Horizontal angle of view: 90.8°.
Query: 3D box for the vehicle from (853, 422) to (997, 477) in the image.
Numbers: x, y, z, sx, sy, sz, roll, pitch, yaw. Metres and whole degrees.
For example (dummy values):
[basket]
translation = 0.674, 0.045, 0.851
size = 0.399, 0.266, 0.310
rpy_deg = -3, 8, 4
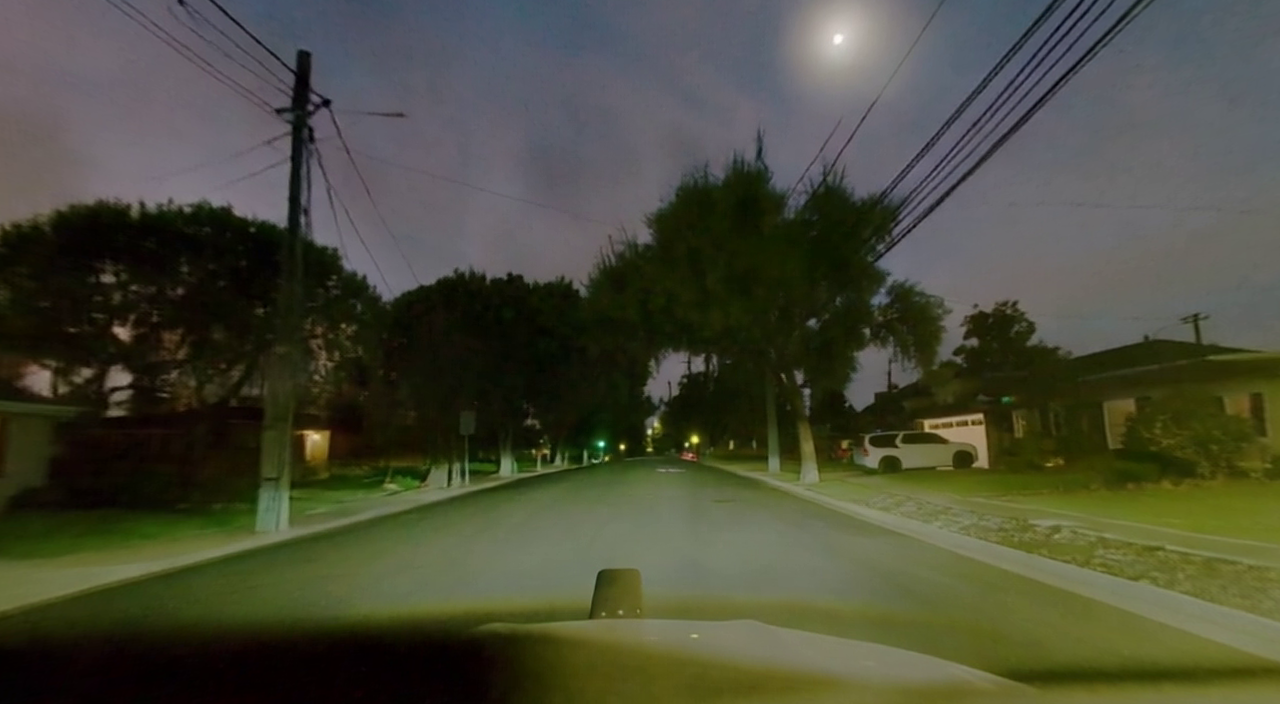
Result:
[vehicle]
translation = 11.152, 3.866, 25.036
size = 4.555, 1.803, 2.151
rpy_deg = -3, -9, 0
